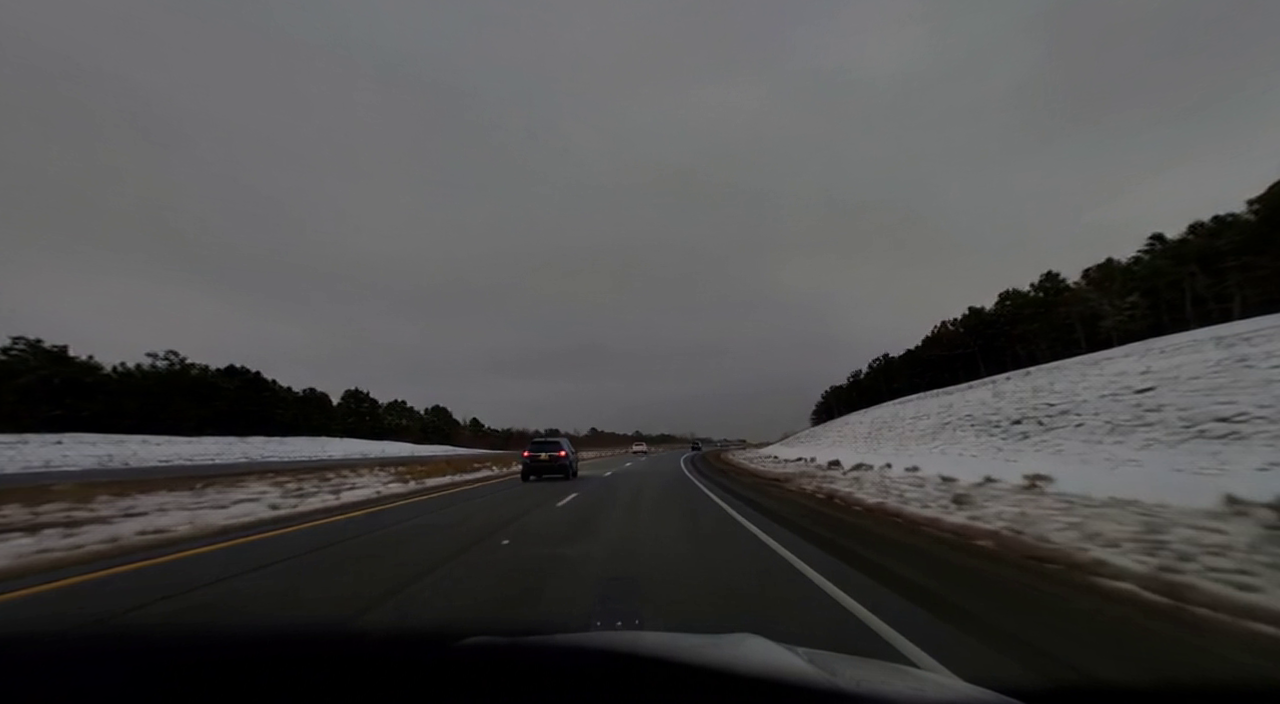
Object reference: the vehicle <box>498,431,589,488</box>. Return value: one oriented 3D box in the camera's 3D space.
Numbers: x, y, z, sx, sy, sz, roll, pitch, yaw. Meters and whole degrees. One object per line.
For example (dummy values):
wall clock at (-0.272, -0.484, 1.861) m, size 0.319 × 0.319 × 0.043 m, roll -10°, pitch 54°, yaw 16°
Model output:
vehicle at (-3.183, 3.684, 21.938) m, size 2.252 × 1.743 × 4.560 m, roll 0°, pitch -8°, yaw 2°
